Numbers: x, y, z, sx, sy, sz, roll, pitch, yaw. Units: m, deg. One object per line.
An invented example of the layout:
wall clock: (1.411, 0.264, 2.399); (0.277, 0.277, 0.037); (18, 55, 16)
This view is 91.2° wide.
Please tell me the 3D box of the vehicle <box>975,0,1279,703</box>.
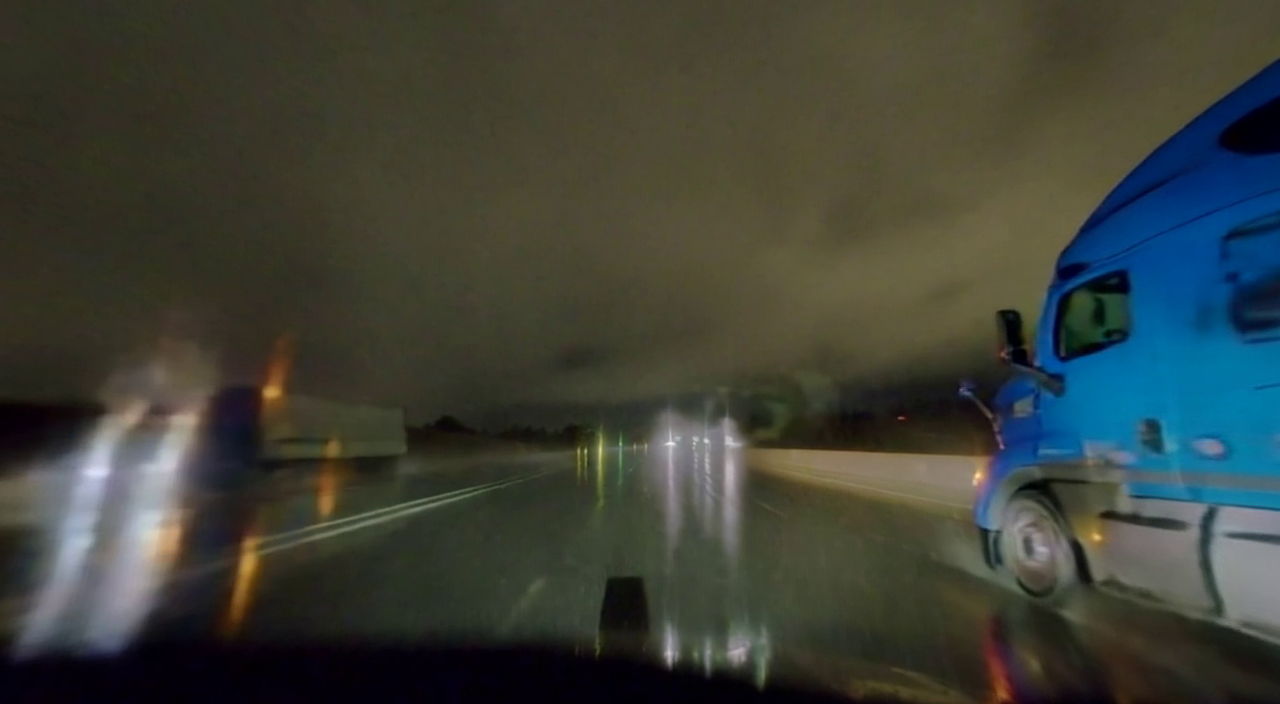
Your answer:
vehicle: (4.887, -0.290, 2.423); (3.107, 4.307, 7.088); (0, -9, 0)

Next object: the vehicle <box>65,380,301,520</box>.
vehicle: (-15.999, 3.460, 22.829); (3.384, 4.316, 6.420); (0, -8, 2)
